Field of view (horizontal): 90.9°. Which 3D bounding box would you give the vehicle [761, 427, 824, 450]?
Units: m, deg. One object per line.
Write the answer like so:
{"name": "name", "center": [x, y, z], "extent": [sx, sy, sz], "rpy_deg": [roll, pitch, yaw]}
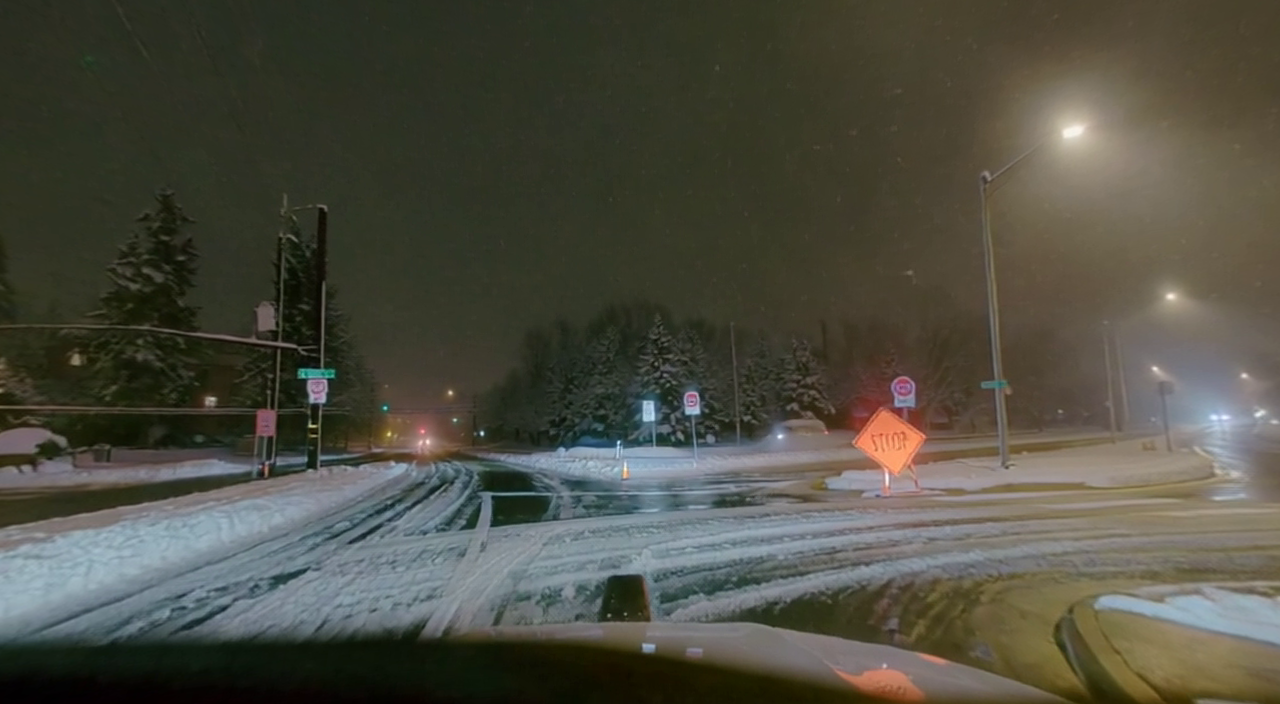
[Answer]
{"name": "vehicle", "center": [11.513, 6.532, 47.579], "extent": [4.302, 1.628, 1.957], "rpy_deg": [3, -9, -23]}

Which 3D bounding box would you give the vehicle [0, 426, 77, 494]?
{"name": "vehicle", "center": [-17.726, 3.053, 18.042], "extent": [2.159, 1.734, 4.292], "rpy_deg": [7, -11, -42]}
